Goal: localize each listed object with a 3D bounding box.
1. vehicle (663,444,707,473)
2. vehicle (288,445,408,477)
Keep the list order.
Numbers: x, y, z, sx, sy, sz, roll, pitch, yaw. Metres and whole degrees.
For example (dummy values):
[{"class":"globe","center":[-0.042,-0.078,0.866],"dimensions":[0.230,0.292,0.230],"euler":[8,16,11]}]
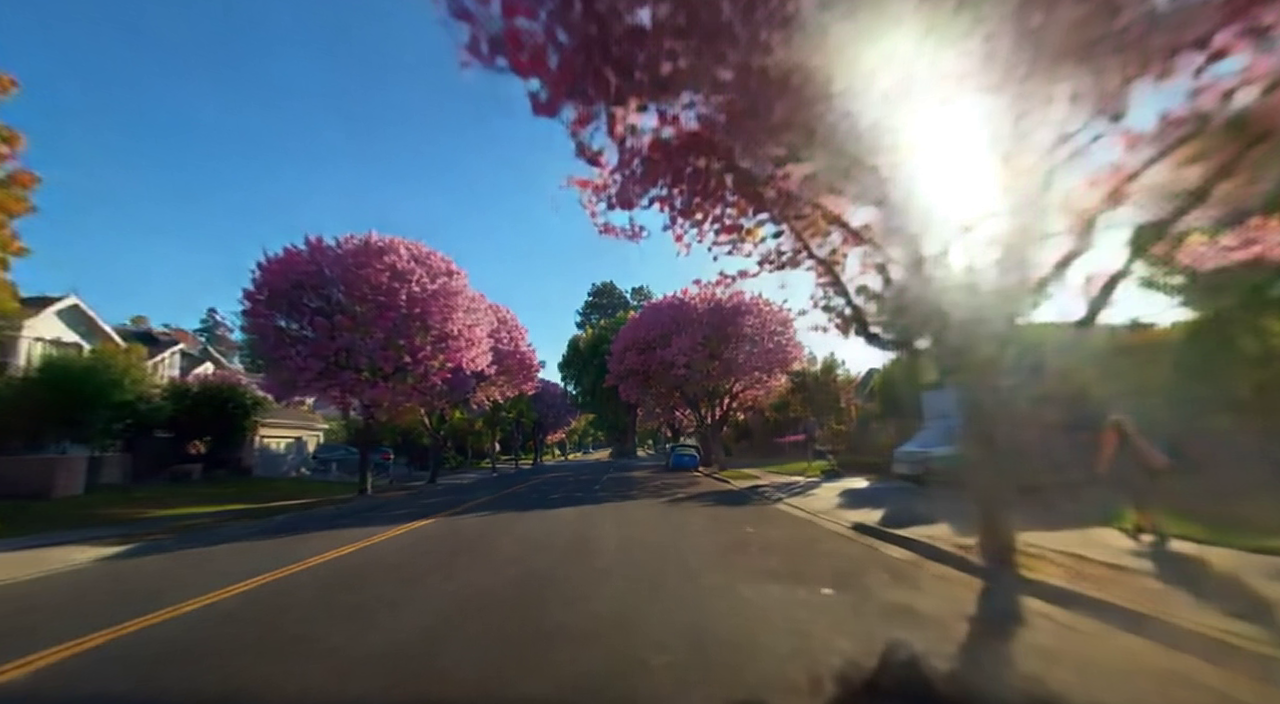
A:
[{"class":"vehicle","center":[2.414,5.863,34.951],"dimensions":[2.022,1.455,4.406],"euler":[0,-8,-2]},{"class":"vehicle","center":[-16.992,6.342,36.993],"dimensions":[5.902,1.796,2.183],"euler":[0,-8,-3]}]
